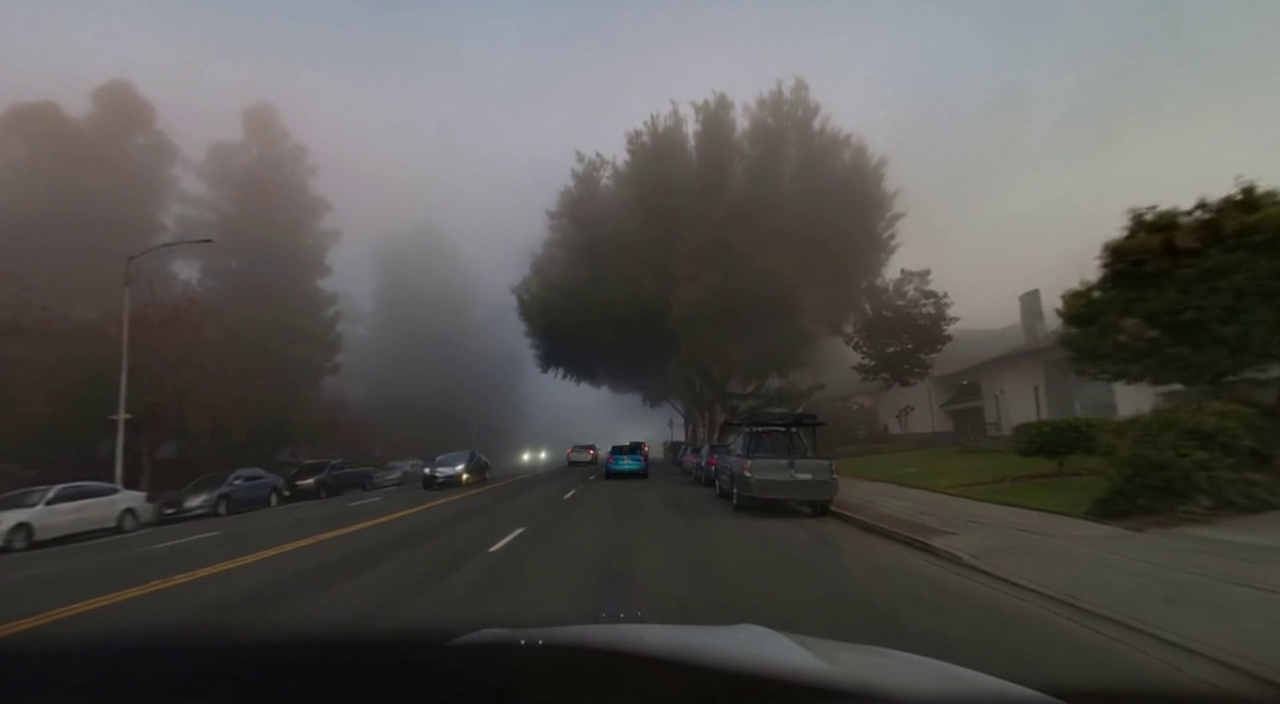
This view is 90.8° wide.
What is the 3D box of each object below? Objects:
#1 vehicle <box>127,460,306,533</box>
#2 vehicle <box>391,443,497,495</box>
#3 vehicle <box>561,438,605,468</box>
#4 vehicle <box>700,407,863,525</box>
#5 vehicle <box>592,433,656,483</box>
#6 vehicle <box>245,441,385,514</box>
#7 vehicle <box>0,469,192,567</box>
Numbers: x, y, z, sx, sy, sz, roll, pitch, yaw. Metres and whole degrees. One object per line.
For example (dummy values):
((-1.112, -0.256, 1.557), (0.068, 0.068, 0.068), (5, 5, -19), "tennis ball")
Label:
((-12.112, 4.112, 18.610), (2.047, 1.497, 4.949), (-4, -8, -2), "vehicle")
((-6.442, 3.856, 21.405), (1.998, 1.518, 4.817), (-1, -8, 1), "vehicle")
((-3.095, 5.634, 35.387), (2.117, 1.528, 4.277), (0, -8, -1), "vehicle")
((2.492, 2.167, 12.529), (2.119, 1.884, 4.567), (0, -8, 0), "vehicle")
((-0.543, 3.710, 22.411), (2.041, 1.575, 4.304), (0, -8, -1), "vehicle")
((-12.277, 4.684, 24.509), (2.249, 2.093, 6.297), (-8, -7, -3), "vehicle")
((-12.409, 3.436, 13.468), (2.050, 1.518, 5.115), (-3, -8, 0), "vehicle")
